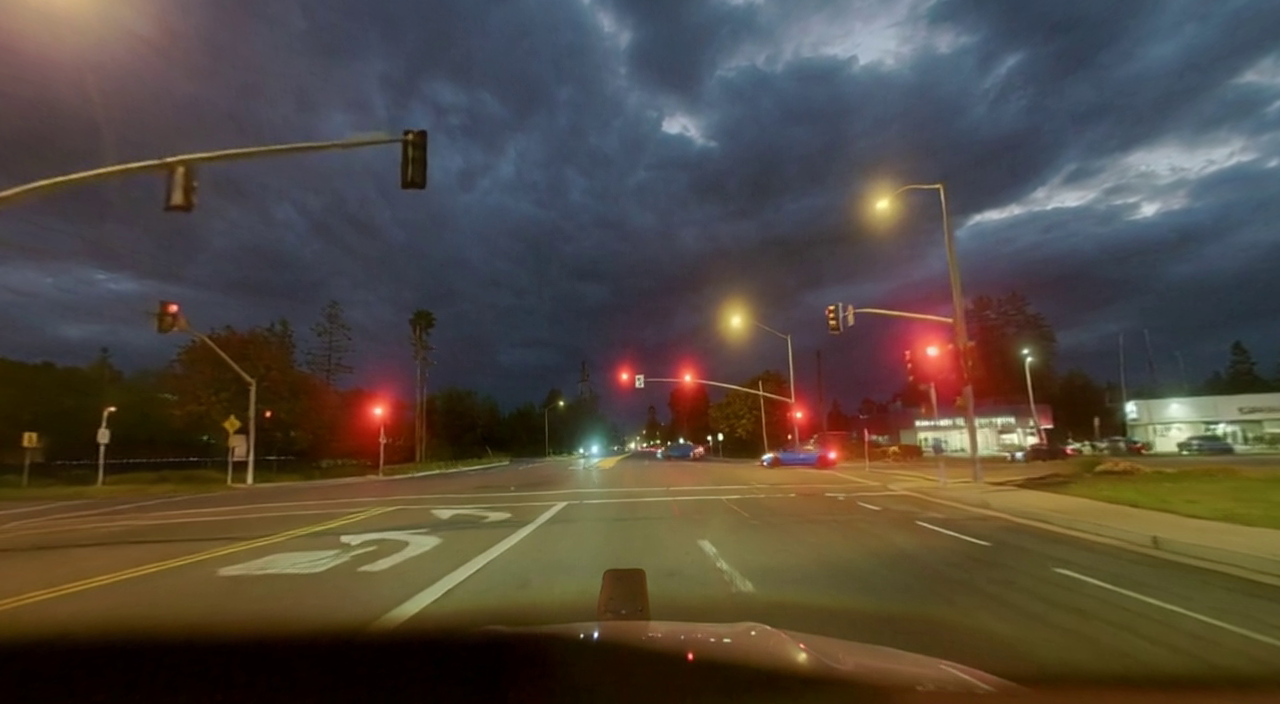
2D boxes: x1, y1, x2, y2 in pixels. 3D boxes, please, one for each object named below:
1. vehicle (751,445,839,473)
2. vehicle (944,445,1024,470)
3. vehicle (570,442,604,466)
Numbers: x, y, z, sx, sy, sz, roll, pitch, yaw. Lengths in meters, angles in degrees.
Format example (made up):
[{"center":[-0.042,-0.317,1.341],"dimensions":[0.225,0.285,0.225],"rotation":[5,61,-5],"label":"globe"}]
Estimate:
[{"center":[8.746,6.041,35.593],"dimensions":[4.528,1.482,1.864],"rotation":[4,-10,-22],"label":"vehicle"},{"center":[21.781,6.662,39.903],"dimensions":[4.377,1.523,1.877],"rotation":[3,-10,-18],"label":"vehicle"},{"center":[-3.811,7.501,46.386],"dimensions":[2.140,1.638,4.259],"rotation":[0,-9,0],"label":"vehicle"}]
